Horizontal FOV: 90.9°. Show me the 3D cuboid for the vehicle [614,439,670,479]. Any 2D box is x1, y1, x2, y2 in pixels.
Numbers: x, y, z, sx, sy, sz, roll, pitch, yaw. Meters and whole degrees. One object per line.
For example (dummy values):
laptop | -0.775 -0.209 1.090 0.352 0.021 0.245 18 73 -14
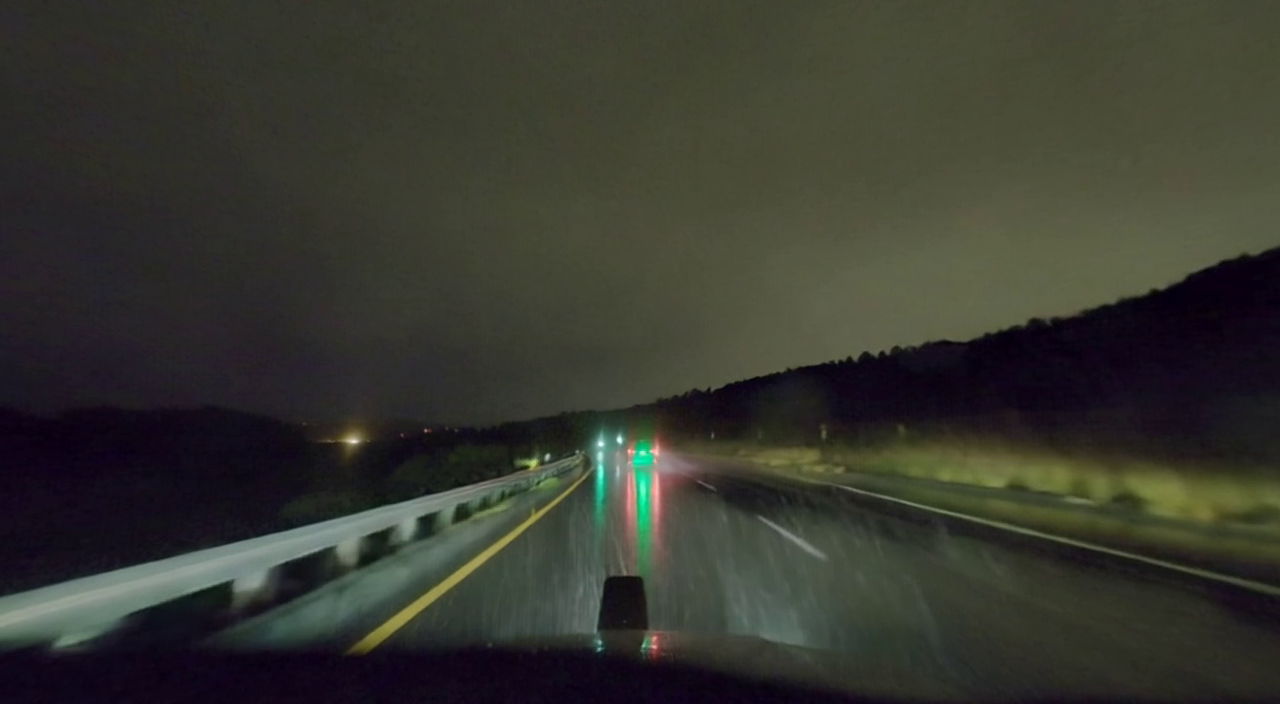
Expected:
vehicle | -0.021 4.423 26.338 2.029 1.474 4.183 0 -9 -4
